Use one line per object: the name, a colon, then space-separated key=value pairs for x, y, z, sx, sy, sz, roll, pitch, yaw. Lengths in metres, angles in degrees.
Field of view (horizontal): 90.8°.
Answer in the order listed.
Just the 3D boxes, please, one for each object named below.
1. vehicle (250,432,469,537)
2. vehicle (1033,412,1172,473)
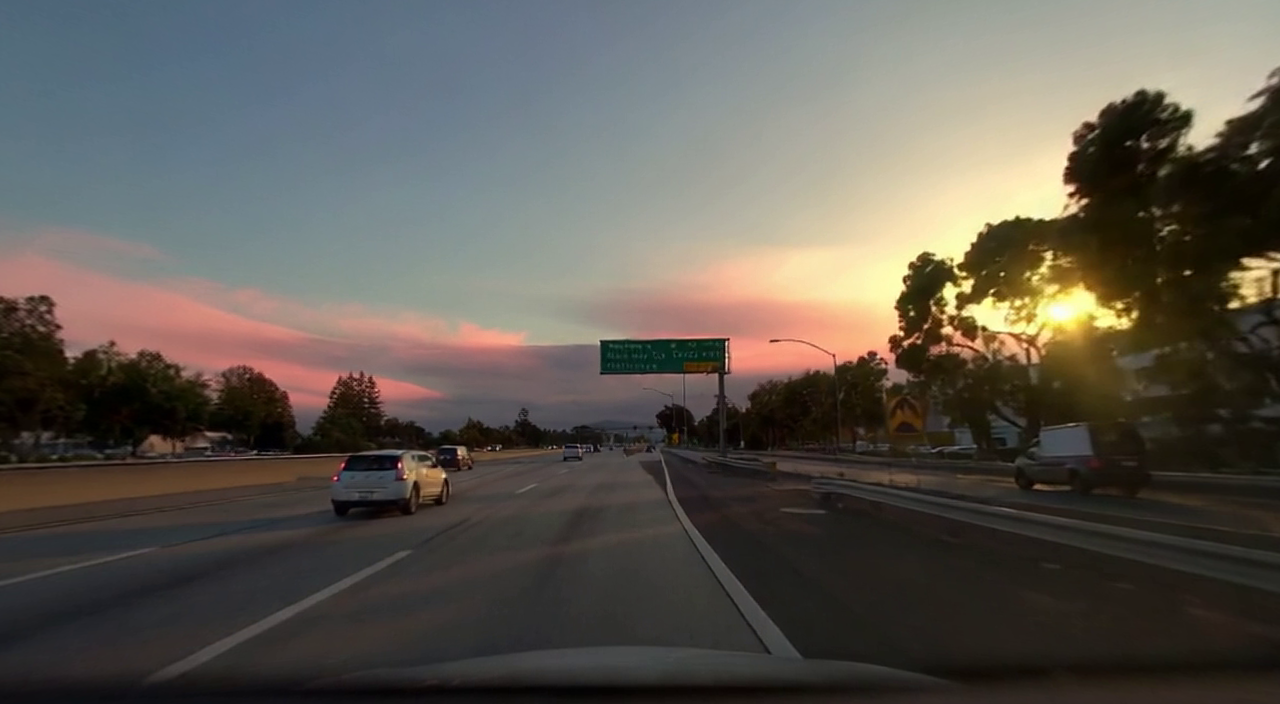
vehicle: x=-4.671 y=2.260 z=11.492 sx=1.940 sy=1.479 sz=4.777 roll=0 pitch=-9 yaw=-2
vehicle: x=29.380 y=5.836 z=40.626 sx=2.871 sy=3.501 sz=6.846 roll=0 pitch=-9 yaw=-9
